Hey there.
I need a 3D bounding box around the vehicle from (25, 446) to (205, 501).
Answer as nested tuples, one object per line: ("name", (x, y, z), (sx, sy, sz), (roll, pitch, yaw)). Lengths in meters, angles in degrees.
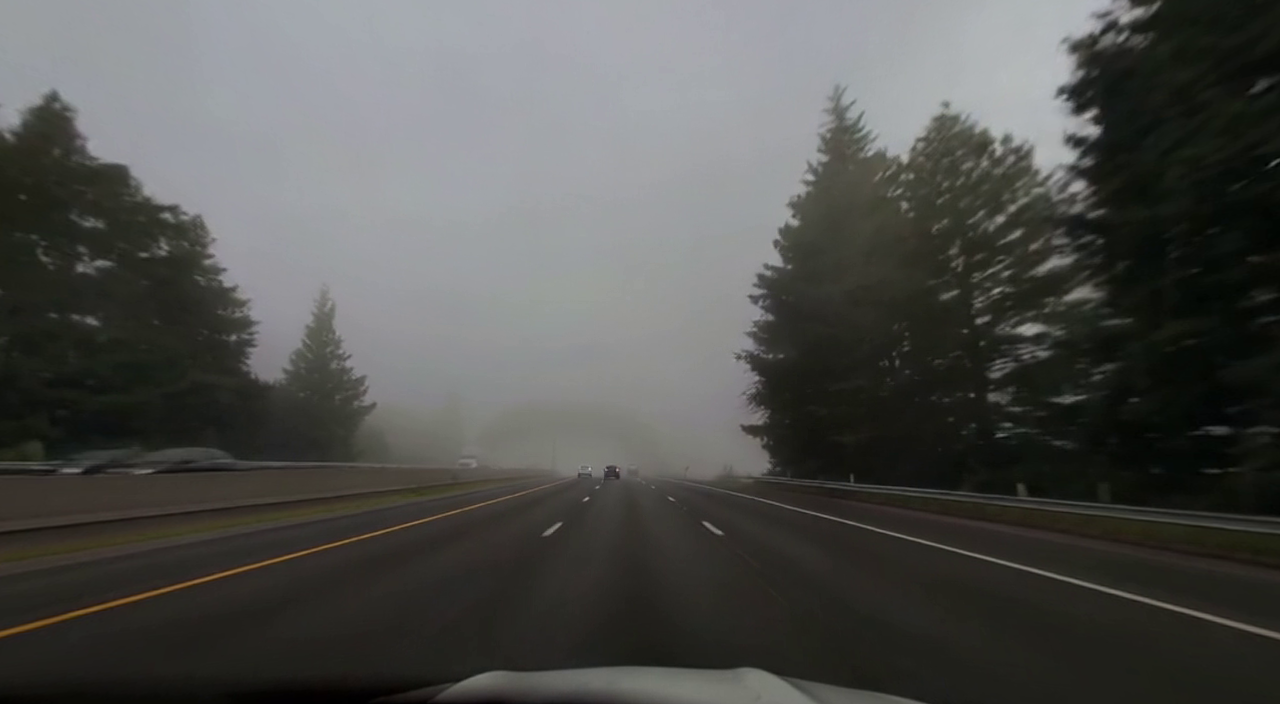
("vehicle", (-15.632, 3.684, 19.134), (1.760, 1.441, 4.297), (1, -11, -1))
